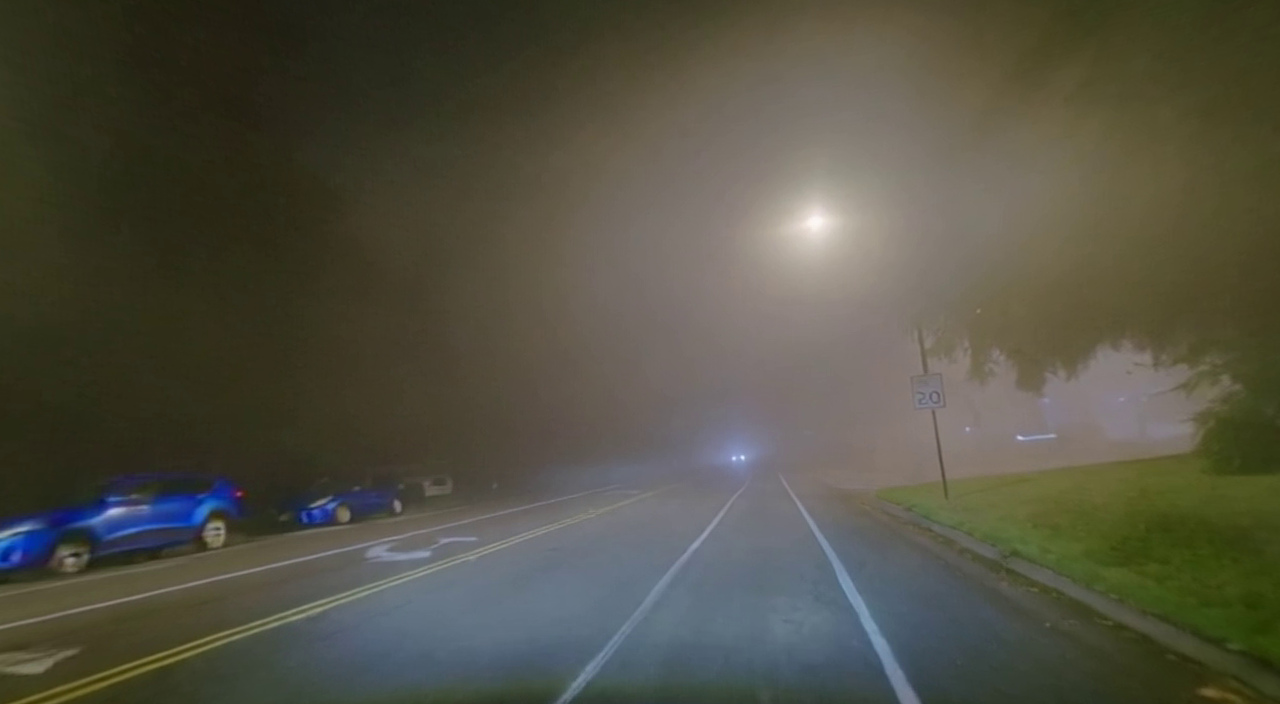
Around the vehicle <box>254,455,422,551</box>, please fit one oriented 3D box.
[{"bbox_3d":[-8.660,4.297,18.596,2.087,1.700,4.467,-6,-2,11],"label":"vehicle"}]

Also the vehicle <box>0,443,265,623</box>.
[{"bbox_3d":[-10.071,3.154,12.028,2.159,1.959,5.179,-6,-1,6],"label":"vehicle"}]
